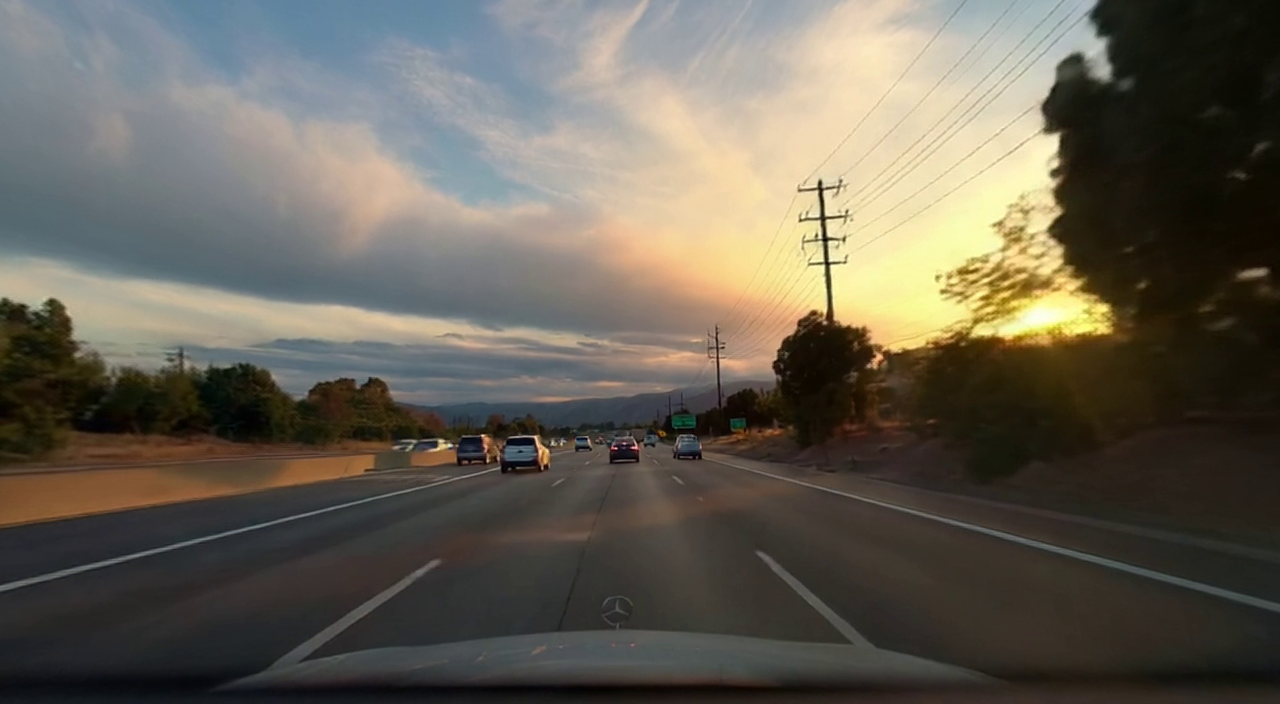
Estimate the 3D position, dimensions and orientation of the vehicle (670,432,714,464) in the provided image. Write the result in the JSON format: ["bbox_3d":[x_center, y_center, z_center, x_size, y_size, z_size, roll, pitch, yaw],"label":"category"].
[{"bbox_3d":[2.907,5.430,35.928,1.950,1.695,4.446,0,-8,-2],"label":"vehicle"}]

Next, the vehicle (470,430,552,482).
[{"bbox_3d":[-4.335,3.543,21.910,1.901,1.601,4.610,0,-8,0],"label":"vehicle"}]

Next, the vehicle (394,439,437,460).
[{"bbox_3d":[-16.739,7.271,47.218,1.758,1.403,3.972,0,-8,-1],"label":"vehicle"}]

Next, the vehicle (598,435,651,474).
[{"bbox_3d":[-0.633,4.229,26.382,2.086,1.488,3.440,0,-8,-1],"label":"vehicle"}]
